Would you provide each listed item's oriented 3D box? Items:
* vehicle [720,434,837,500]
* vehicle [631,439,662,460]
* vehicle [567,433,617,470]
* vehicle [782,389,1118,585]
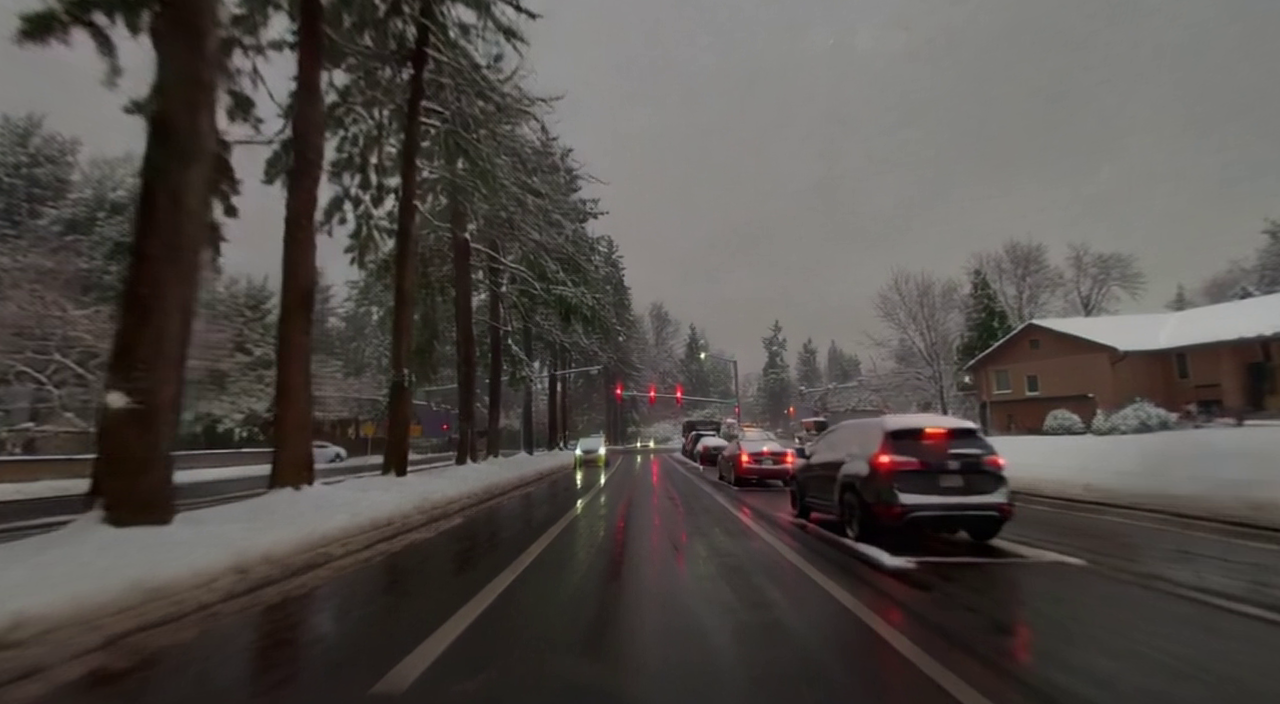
[{"bbox_3d":[3.348,2.878,16.221,2.009,1.436,4.258,0,-8,0],"label":"vehicle"},{"bbox_3d":[0.517,7.160,46.368,2.120,1.428,3.890,0,-8,2],"label":"vehicle"},{"bbox_3d":[-2.364,5.027,32.072,2.083,1.691,4.398,0,-8,1],"label":"vehicle"},{"bbox_3d":[3.334,1.558,8.059,1.985,1.772,4.479,0,-8,0],"label":"vehicle"}]
